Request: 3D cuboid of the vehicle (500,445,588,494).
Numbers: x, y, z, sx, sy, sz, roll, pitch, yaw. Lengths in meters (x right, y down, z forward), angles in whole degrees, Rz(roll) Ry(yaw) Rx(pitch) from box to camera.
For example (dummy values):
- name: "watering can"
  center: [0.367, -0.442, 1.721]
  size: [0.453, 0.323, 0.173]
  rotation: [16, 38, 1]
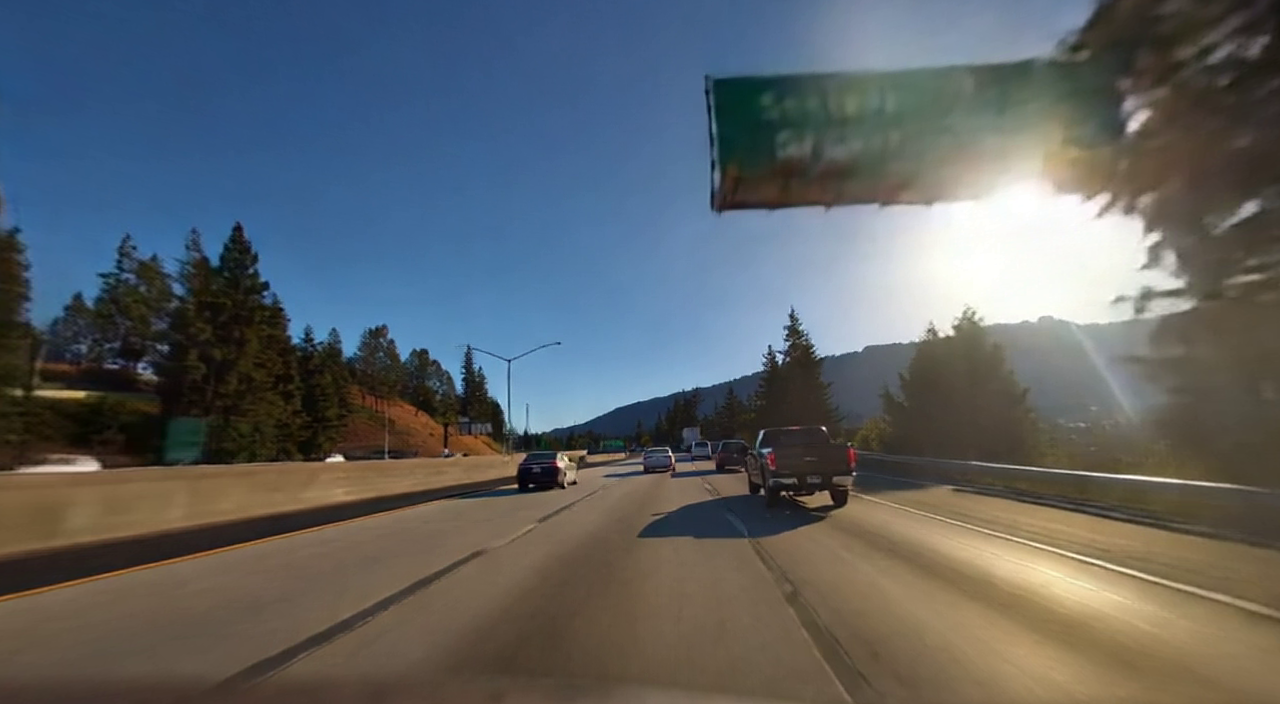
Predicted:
- name: "vehicle"
  center: [-3.240, 4.096, 22.411]
  size: [2.109, 1.530, 4.646]
  rotation: [-1, -8, 4]

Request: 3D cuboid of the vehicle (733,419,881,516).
- name: "vehicle"
  center: [3.624, 2.644, 14.969]
  size: [2.229, 1.837, 5.387]
  rotation: [-1, -8, 2]

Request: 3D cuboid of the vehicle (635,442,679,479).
- name: "vehicle"
  center: [0.877, 5.166, 30.344]
  size: [1.959, 1.604, 4.065]
  rotation: [-1, -8, 3]
